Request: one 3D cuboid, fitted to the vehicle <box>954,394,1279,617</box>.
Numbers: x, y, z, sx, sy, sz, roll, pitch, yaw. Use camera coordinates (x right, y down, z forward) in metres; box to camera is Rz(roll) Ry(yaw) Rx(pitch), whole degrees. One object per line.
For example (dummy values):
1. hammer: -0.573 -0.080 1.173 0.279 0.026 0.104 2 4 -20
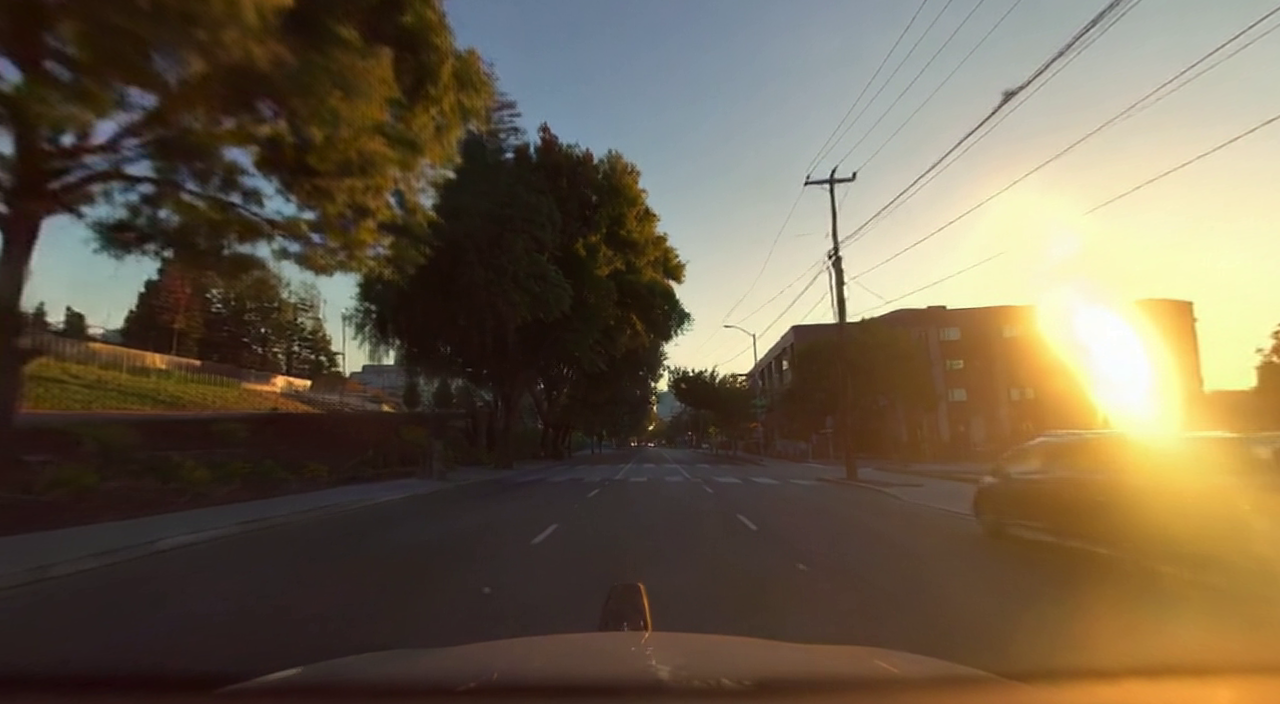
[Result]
1. vehicle: 6.108 1.599 7.660 2.177 1.788 5.106 0 -8 3
